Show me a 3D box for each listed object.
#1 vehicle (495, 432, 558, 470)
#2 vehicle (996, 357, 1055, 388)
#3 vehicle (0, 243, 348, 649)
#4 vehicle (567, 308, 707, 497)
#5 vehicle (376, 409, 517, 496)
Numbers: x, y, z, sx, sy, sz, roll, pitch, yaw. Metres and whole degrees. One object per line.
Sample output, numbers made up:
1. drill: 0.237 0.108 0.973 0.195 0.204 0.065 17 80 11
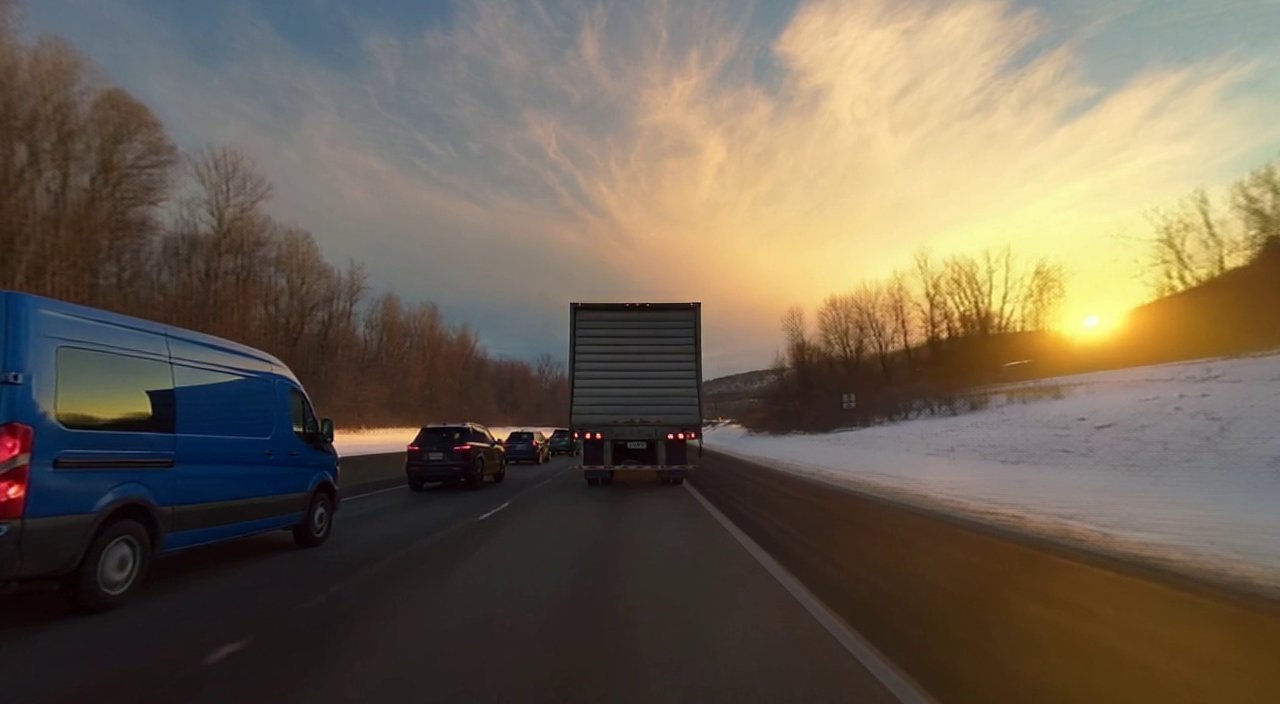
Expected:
1. vehicle: -4.868 4.295 27.554 1.931 1.539 4.441 0 -8 0
2. vehicle: 28.784 1.591 47.103 2.034 1.625 4.809 8 -6 10
3. vehicle: -5.240 0.836 5.756 2.478 2.515 5.438 0 -8 0
4. vehicle: -0.054 1.716 18.456 2.953 4.041 10.072 0 -8 0
5. vehicle: -4.907 2.624 16.865 2.168 1.985 4.952 0 -8 1
